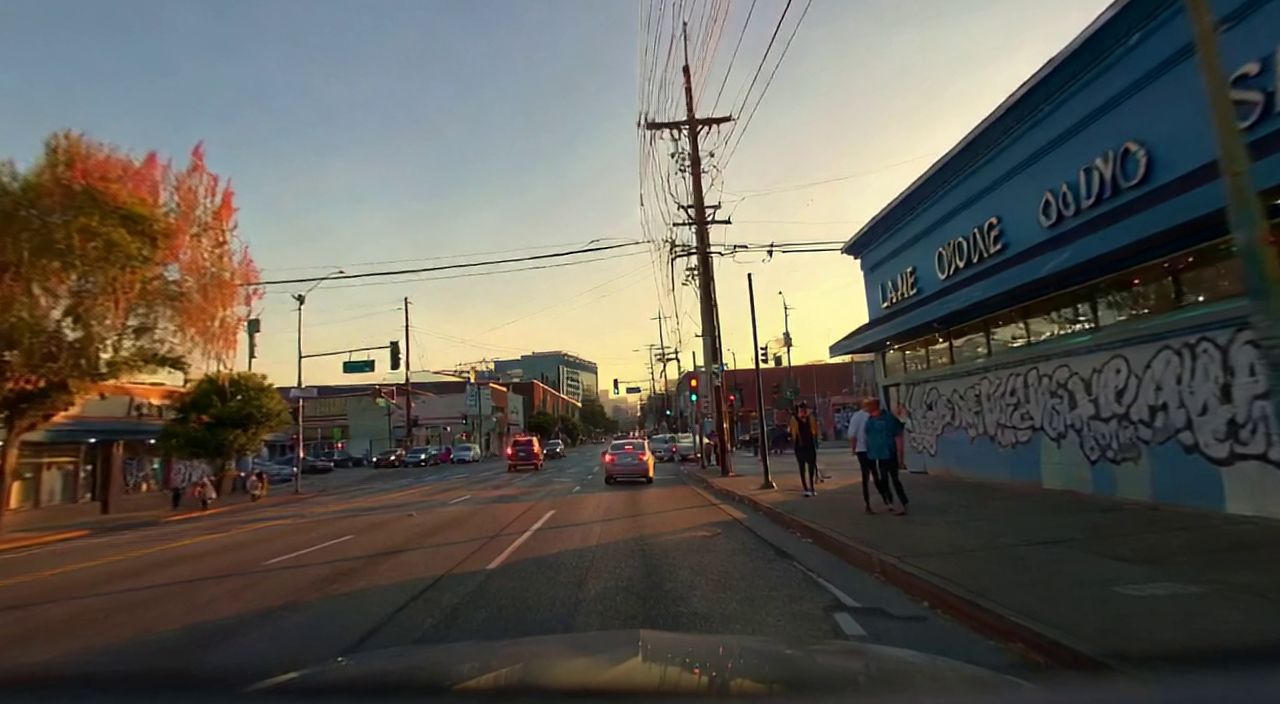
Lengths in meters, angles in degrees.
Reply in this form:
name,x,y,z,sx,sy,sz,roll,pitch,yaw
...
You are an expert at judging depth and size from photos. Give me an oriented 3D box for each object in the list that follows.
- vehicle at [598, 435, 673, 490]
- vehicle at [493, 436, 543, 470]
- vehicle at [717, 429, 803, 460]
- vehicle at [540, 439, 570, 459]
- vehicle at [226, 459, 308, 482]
name,x,y,z,sx,sy,sz,roll,pitch,yaw
vehicle,-0.201,3.380,19.660,2.059,1.497,4.260,0,-8,-2
vehicle,-6.709,5.614,35.298,2.063,1.751,4.229,0,-8,-2
vehicle,7.230,5.575,38.270,4.714,1.686,1.973,0,-5,-6
vehicle,-6.384,7.326,47.753,2.097,1.457,4.439,1,-8,-6
vehicle,-26.085,8.261,44.285,4.479,1.484,2.036,0,-8,3
